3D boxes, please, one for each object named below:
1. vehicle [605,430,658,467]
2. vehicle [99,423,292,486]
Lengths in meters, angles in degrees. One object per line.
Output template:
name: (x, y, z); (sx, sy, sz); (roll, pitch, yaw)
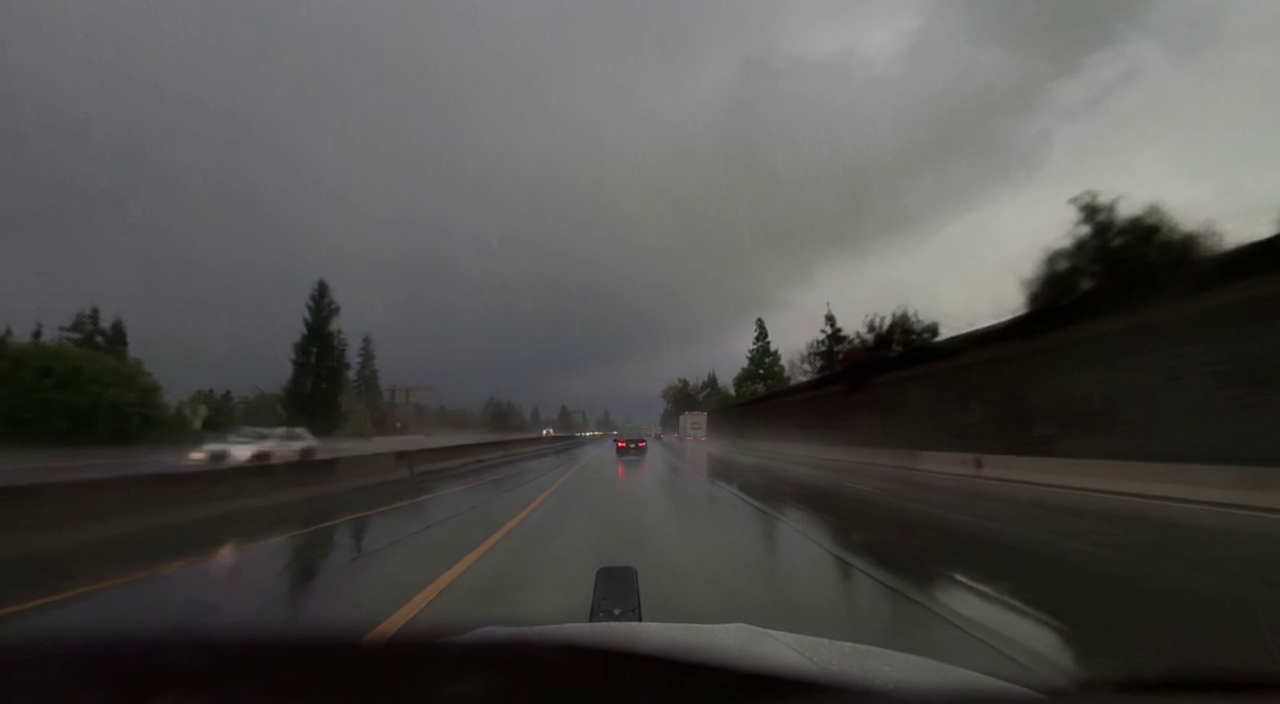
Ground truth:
vehicle: (-0.412, 4.190, 27.591); (2.119, 1.480, 4.000); (0, -8, -2)
vehicle: (-12.079, 2.794, 17.638); (1.984, 1.501, 4.739); (0, -8, -1)
